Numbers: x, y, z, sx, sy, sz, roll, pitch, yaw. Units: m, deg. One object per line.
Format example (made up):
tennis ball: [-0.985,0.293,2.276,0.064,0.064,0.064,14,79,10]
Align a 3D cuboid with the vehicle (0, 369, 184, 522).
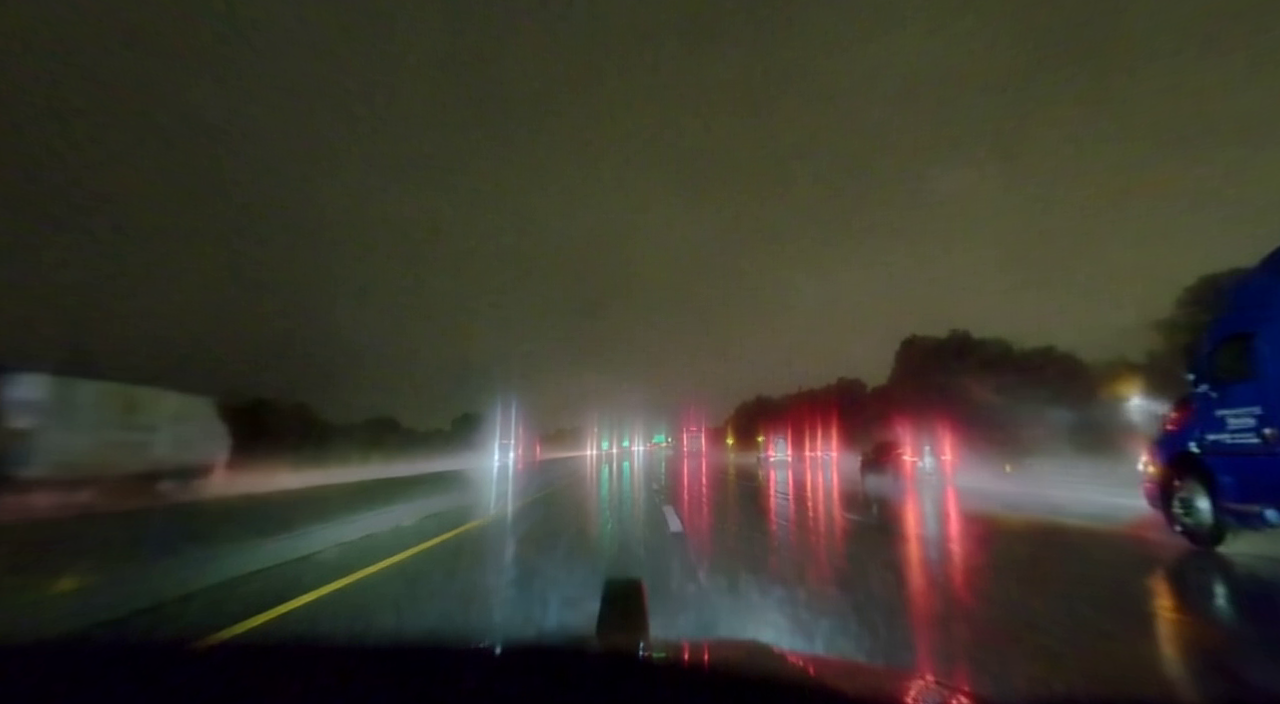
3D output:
vehicle: [-16.301,2.240,15.041,2.750,3.529,10.573,0,-9,0]
